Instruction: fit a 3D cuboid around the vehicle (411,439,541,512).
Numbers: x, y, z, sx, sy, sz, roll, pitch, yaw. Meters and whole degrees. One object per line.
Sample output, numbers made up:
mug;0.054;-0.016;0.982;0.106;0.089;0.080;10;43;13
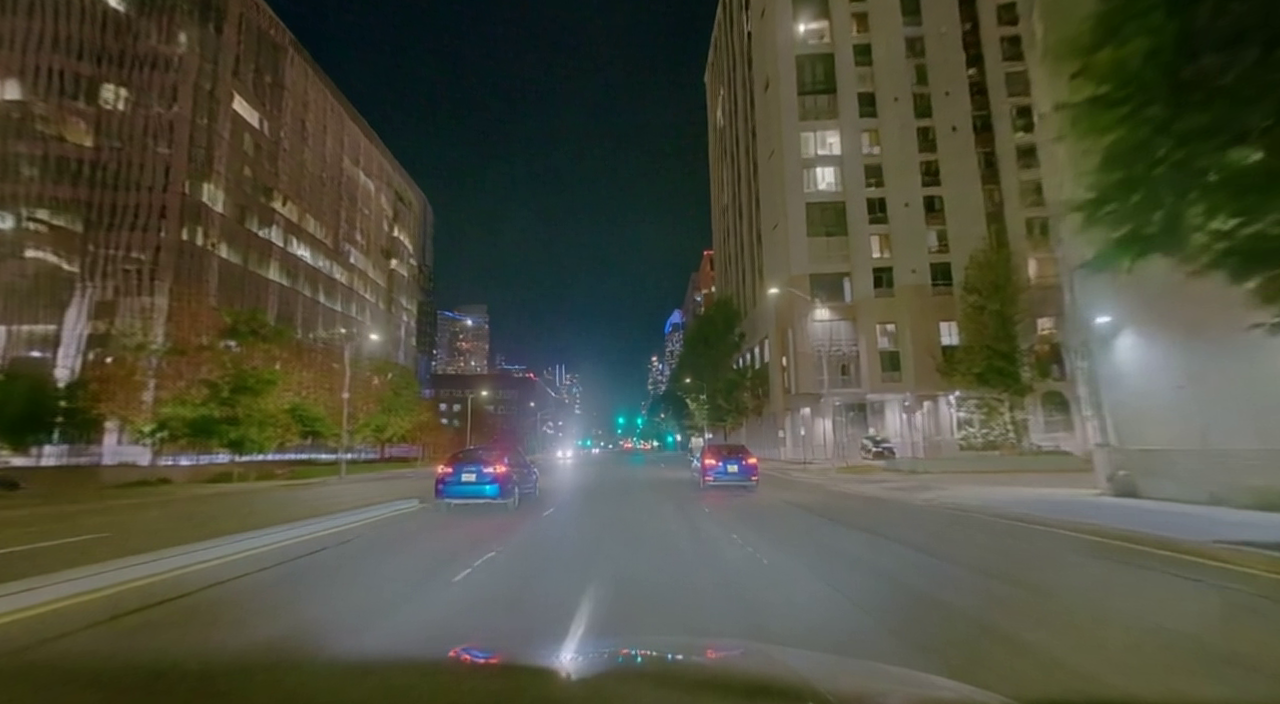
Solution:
vehicle;-3.785;2.913;15.401;2.062;1.527;4.044;0;-8;0

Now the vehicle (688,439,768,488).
vehicle;2.863;3.735;21.472;1.978;1.471;4.426;0;-8;-1
